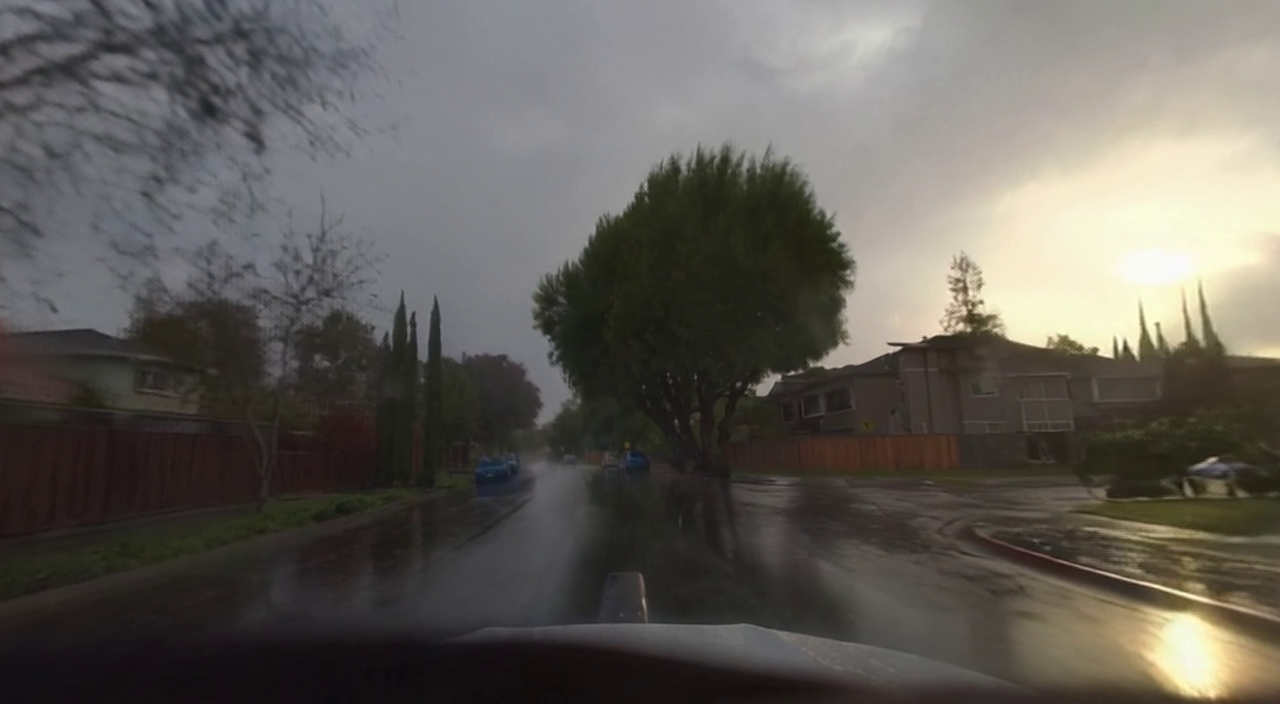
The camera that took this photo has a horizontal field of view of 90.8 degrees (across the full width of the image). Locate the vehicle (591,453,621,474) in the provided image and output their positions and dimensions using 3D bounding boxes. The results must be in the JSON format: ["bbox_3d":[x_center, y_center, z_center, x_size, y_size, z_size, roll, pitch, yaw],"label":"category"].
[{"bbox_3d":[-2.589,8.316,47.383,2.064,1.477,3.968,1,-9,-5],"label":"vehicle"}]
